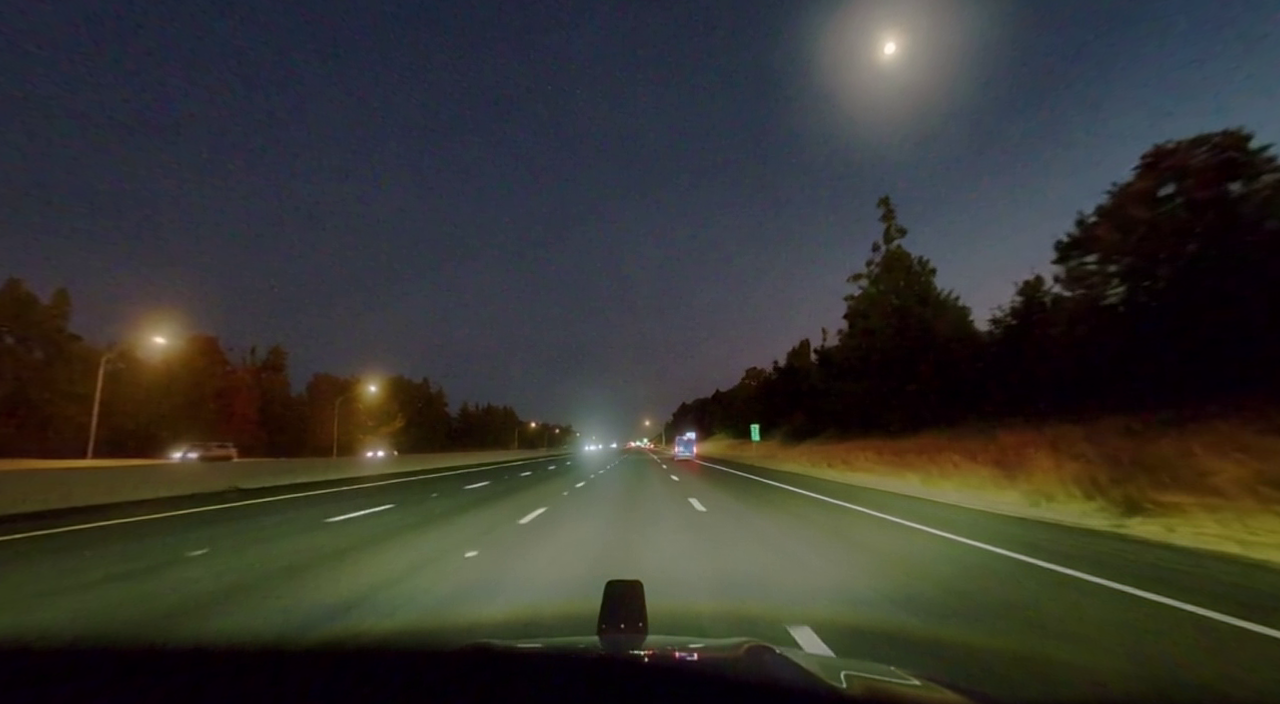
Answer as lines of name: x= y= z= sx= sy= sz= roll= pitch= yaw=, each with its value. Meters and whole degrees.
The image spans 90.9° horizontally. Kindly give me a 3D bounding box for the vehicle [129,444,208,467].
vehicle: x=-33.185 y=7.257 z=44.540 sx=1.925 sy=1.504 sz=4.639 roll=0 pitch=-8 yaw=1
